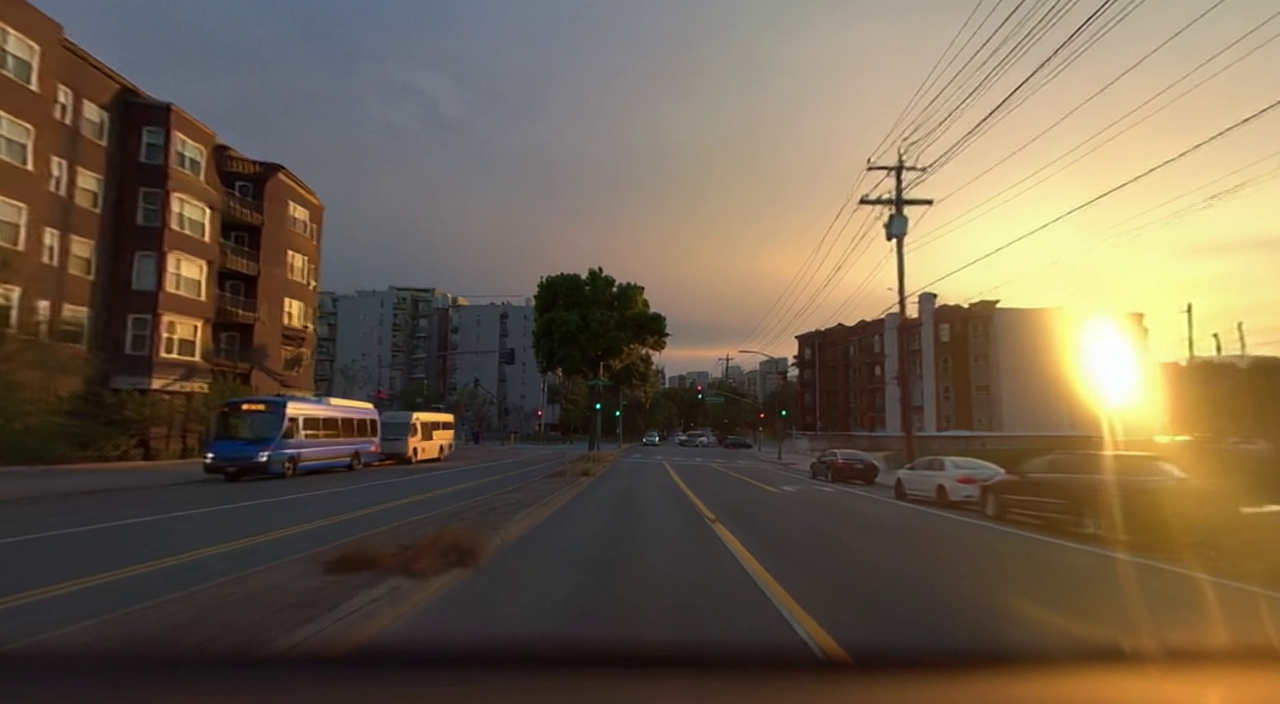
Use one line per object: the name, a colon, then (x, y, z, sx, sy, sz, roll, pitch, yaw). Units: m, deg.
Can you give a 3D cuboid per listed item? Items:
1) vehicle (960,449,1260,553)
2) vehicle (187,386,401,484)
vehicle: (8.172, 2.580, 11.762, 1.996, 1.473, 4.740, 0, -8, 1)
vehicle: (-13.763, 3.573, 26.721, 3.060, 3.307, 9.997, -1, -8, 2)
